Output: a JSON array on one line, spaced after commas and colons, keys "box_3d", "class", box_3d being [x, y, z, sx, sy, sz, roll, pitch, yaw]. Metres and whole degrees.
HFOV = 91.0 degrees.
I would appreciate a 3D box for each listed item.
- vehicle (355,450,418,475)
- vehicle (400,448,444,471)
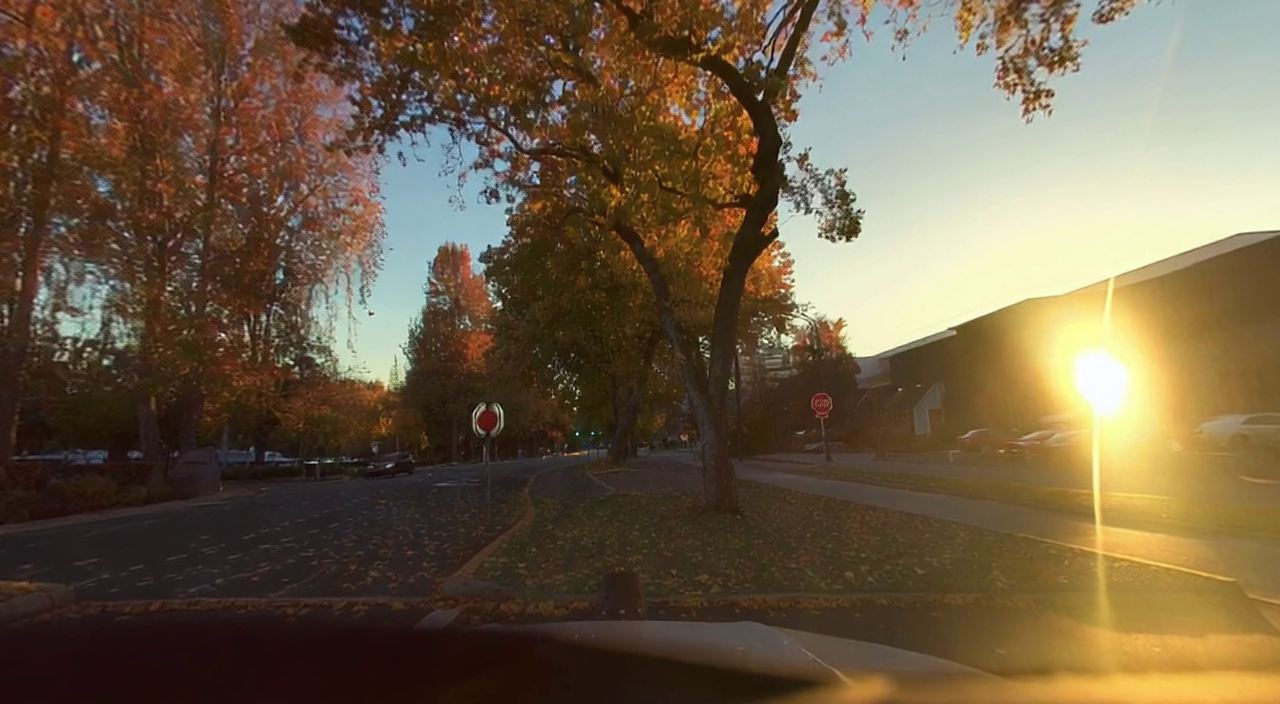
[{"box_3d": [-18.300, 7.988, 45.655, 1.907, 1.644, 4.410, -2, -9, 14], "class": "vehicle"}, {"box_3d": [-17.238, 8.473, 49.911, 1.902, 1.720, 3.248, -2, -9, 11], "class": "vehicle"}]
